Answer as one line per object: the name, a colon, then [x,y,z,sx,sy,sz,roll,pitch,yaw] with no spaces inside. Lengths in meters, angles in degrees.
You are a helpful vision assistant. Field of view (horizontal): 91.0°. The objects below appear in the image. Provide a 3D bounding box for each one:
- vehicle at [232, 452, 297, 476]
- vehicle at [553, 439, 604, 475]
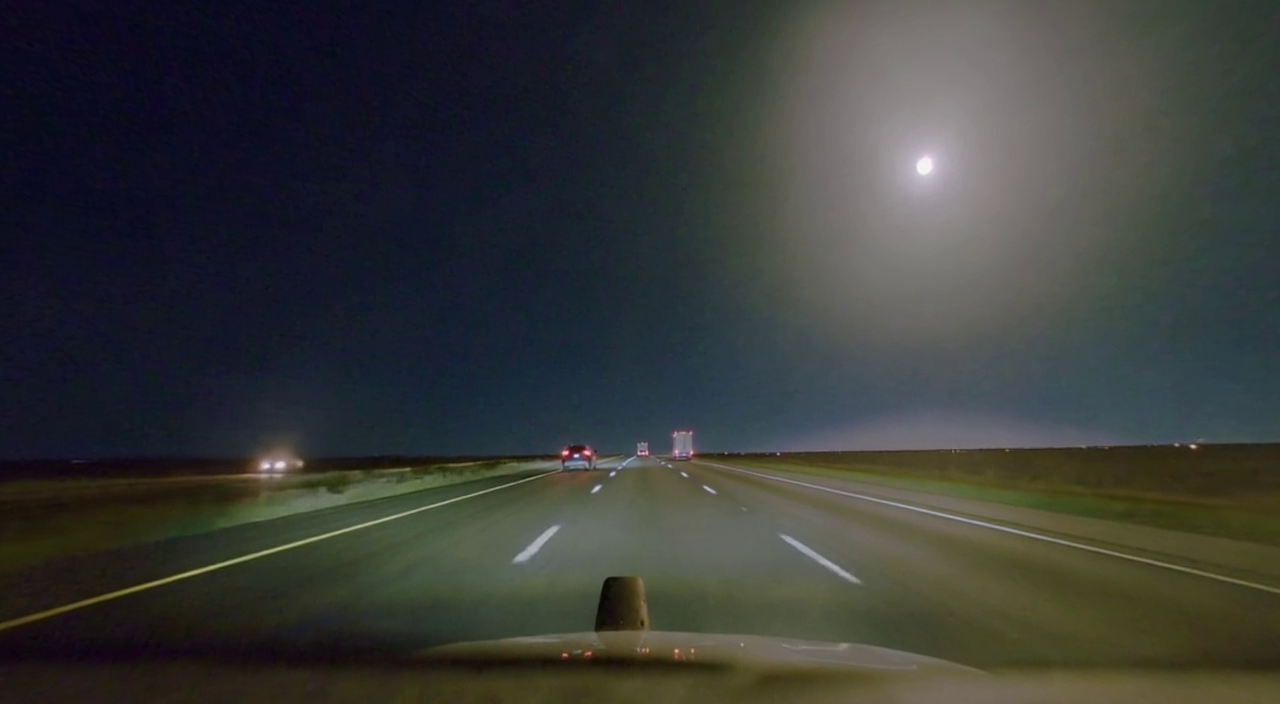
vehicle: [-28.641,8.515,48.246,1.964,1.711,4.796,0,-9,1]
vehicle: [-3.090,5.413,32.537,2.070,1.707,4.309,0,-9,1]
